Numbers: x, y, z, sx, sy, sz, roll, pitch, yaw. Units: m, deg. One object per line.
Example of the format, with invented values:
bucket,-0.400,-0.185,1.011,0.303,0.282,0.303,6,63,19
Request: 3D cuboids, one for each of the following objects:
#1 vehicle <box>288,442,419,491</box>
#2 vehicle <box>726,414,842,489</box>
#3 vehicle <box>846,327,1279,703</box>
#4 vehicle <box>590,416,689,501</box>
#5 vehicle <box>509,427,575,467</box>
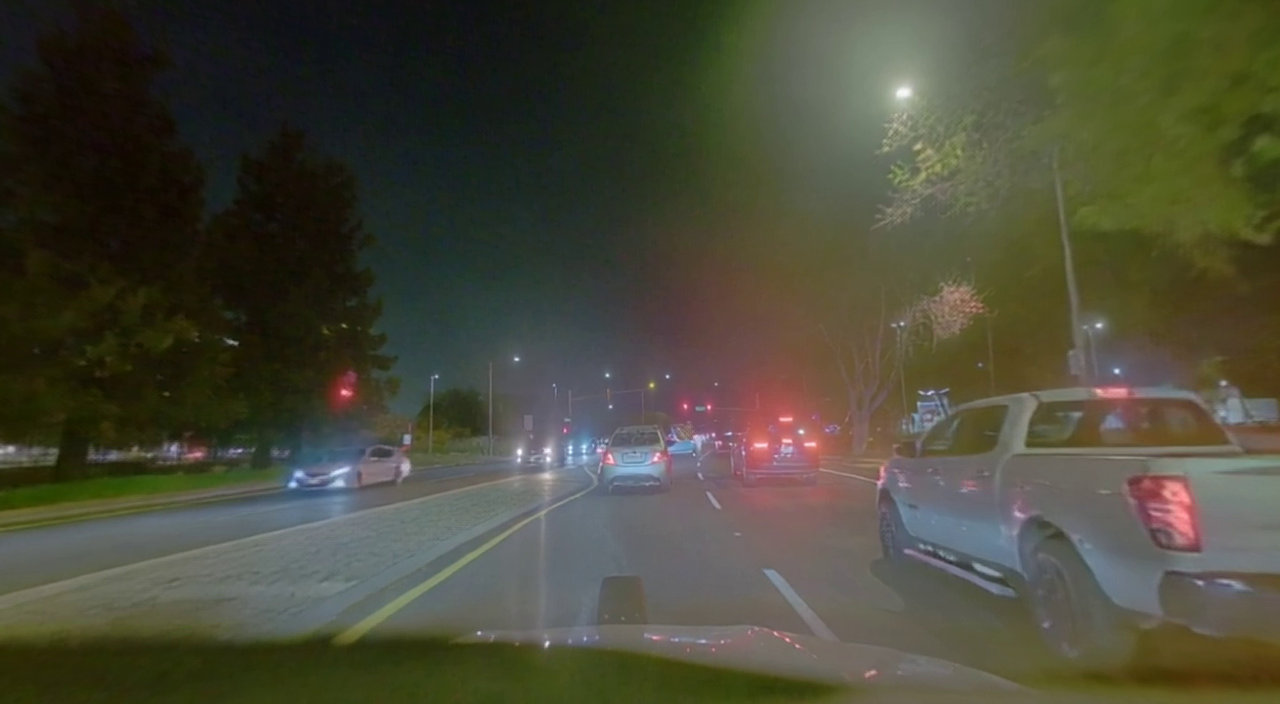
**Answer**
vehicle,-9.520,3.805,21.467,1.953,1.476,4.747,-1,-8,4
vehicle,3.986,2.920,18.755,2.317,1.857,5.940,0,-8,3
vehicle,3.452,1.091,5.107,2.114,1.765,4.647,0,-8,2
vehicle,0.117,2.544,15.381,2.113,1.768,3.901,0,-8,4
vehicle,-5.360,5.301,35.343,2.355,2.005,5.673,-1,-8,5
